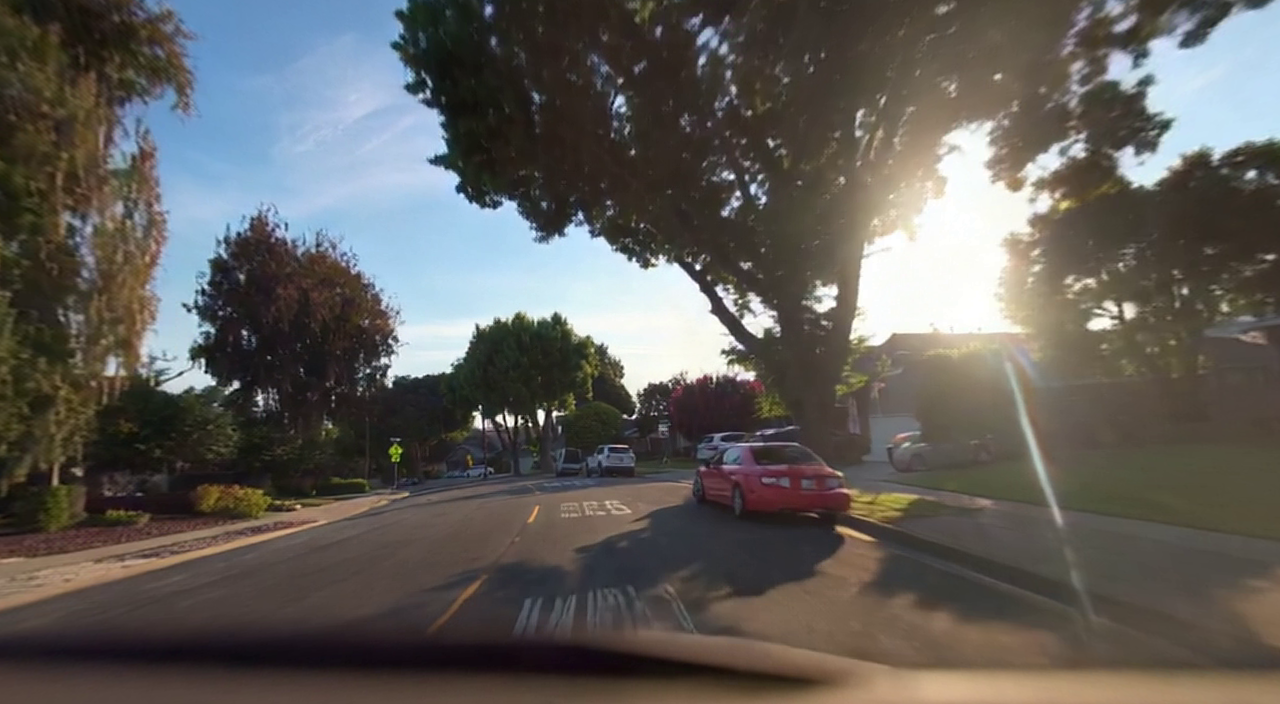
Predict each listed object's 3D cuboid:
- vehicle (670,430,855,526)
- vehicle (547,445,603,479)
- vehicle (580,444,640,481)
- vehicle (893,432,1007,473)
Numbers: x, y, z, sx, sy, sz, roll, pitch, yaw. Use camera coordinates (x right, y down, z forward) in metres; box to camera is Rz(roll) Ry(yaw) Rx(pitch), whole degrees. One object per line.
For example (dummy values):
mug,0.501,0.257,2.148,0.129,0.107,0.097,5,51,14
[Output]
vehicle,2.126,2.416,12.816,2.181,1.494,5.023,0,-8,-7
vehicle,-4.077,6.692,38.713,2.180,1.849,5.423,2,-9,-19
vehicle,-1.600,5.458,31.589,1.965,1.663,4.744,2,-9,-16
vehicle,12.119,3.869,24.642,4.253,1.458,1.900,4,-10,-32
